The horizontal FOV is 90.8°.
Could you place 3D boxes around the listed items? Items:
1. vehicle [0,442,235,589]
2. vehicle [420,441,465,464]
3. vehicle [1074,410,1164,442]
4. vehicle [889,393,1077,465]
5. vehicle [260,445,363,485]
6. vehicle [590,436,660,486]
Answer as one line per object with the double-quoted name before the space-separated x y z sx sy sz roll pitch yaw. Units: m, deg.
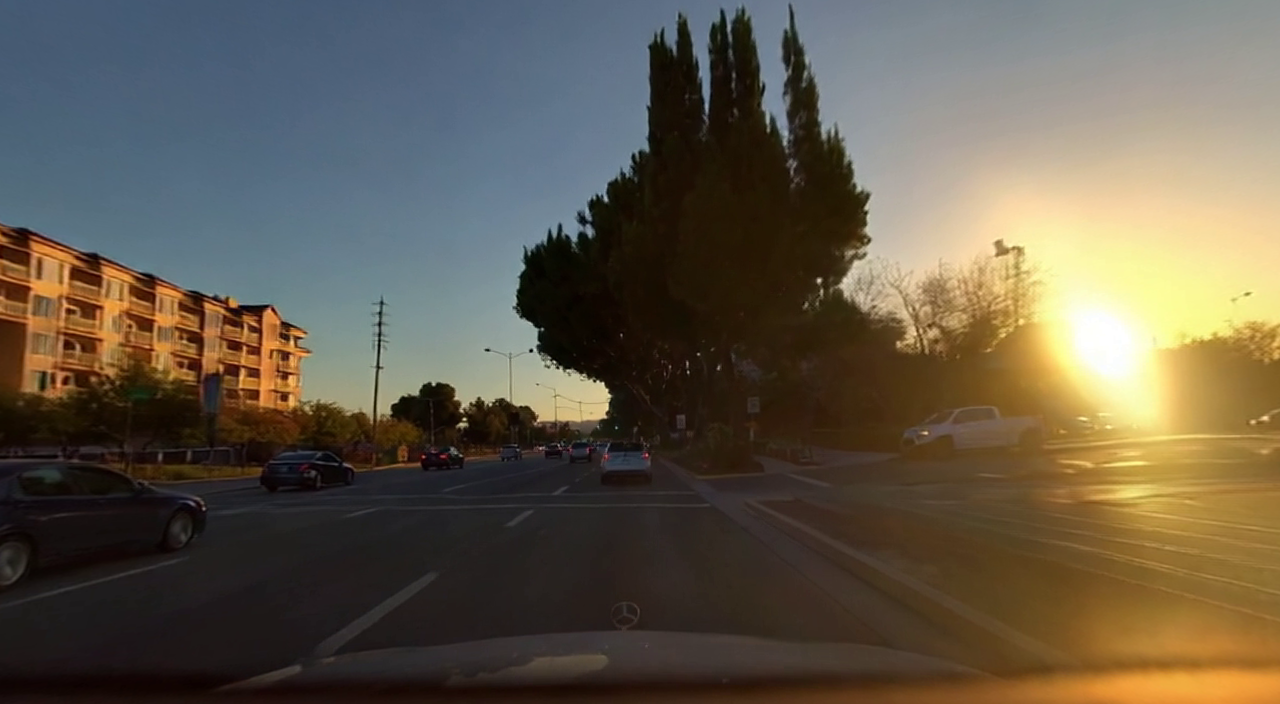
"vehicle" -7.339 1.818 7.634 1.906 1.449 4.576 0 -8 -1
"vehicle" -14.902 7.616 47.964 2.064 1.686 4.380 0 -8 -1
"vehicle" 27.774 4.262 36.689 3.745 1.450 1.750 -5 -6 -4
"vehicle" 12.490 2.818 23.317 5.253 2.014 2.666 -5 -7 -5
"vehicle" -13.470 4.642 26.268 2.024 1.484 4.592 0 -8 -3
"vehicle" -0.481 3.580 21.106 2.099 1.469 4.389 0 -8 -1
